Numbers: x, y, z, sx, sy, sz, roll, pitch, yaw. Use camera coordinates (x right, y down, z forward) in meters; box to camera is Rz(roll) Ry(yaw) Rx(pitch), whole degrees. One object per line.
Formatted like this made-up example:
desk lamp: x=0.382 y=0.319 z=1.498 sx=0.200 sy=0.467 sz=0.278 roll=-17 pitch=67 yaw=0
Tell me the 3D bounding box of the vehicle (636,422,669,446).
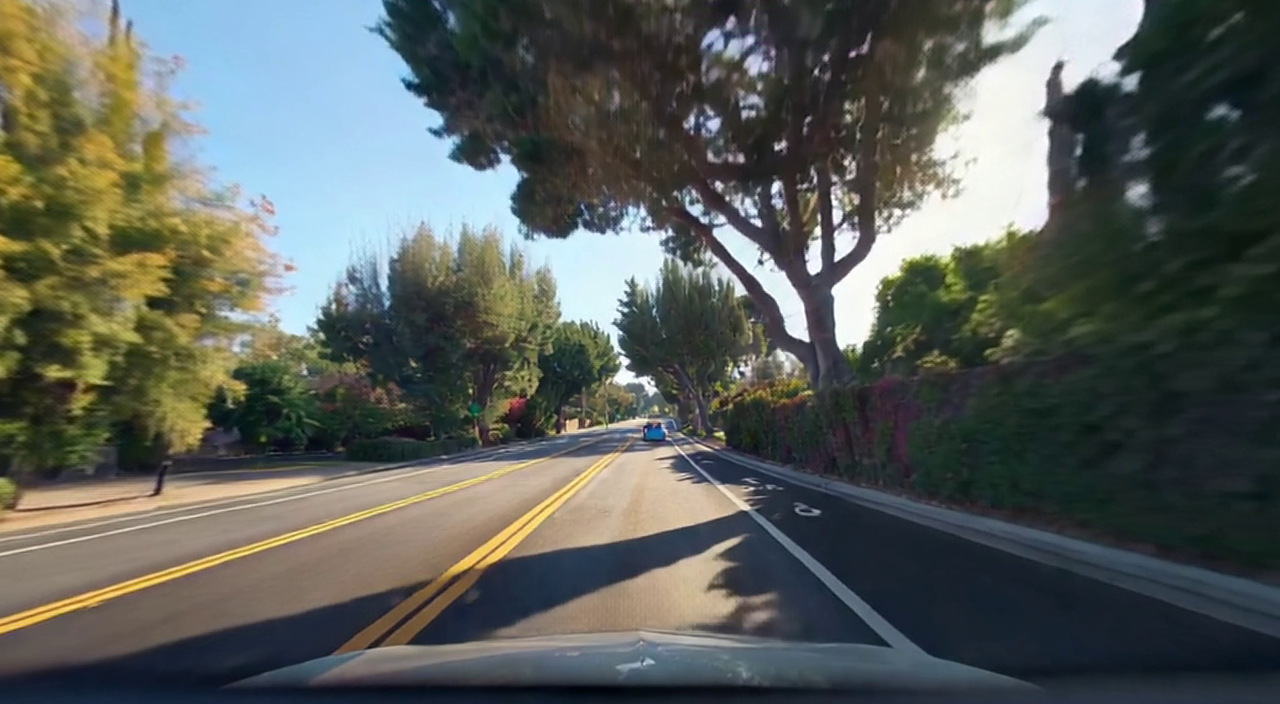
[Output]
vehicle: x=0.851 y=5.455 z=42.070 sx=2.067 sy=1.486 sz=3.861 roll=-1 pitch=-8 yaw=1
